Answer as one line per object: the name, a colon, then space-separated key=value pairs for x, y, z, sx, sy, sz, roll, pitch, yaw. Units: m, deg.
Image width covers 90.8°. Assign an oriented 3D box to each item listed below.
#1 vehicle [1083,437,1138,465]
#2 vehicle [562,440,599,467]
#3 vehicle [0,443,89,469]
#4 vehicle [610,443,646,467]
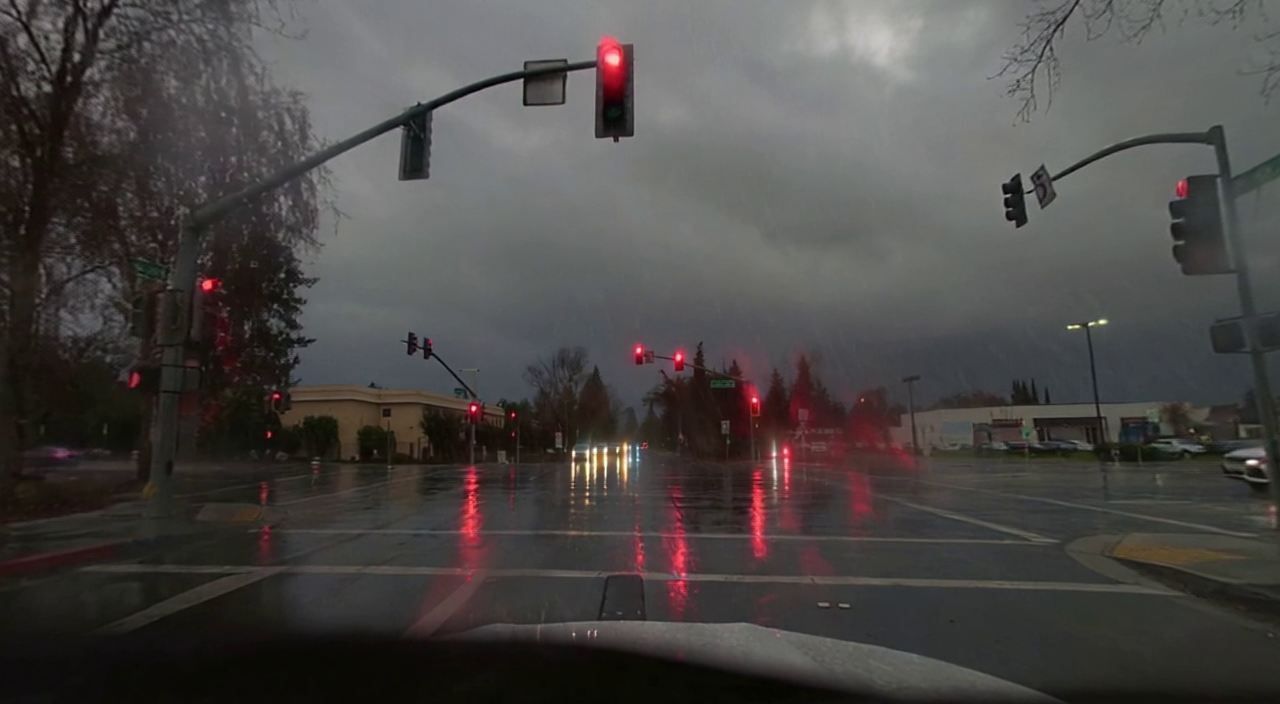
vehicle: x=26.967 y=5.654 z=36.146 sx=2.092 sy=1.474 sz=4.046 roll=-8 pitch=-11 yaw=40
vehicle: x=-4.106 y=7.103 z=44.257 sx=2.251 sy=1.756 sz=4.610 roll=0 pitch=-9 yaw=-1
vehicle: x=-35.655 y=6.180 z=37.562 sx=4.588 sy=1.484 sz=2.000 roll=-3 pitch=-9 yaw=15
vehicle: x=-0.862 y=6.842 z=42.057 sx=2.056 sy=1.492 sz=3.937 roll=1 pitch=-9 yaw=-6
